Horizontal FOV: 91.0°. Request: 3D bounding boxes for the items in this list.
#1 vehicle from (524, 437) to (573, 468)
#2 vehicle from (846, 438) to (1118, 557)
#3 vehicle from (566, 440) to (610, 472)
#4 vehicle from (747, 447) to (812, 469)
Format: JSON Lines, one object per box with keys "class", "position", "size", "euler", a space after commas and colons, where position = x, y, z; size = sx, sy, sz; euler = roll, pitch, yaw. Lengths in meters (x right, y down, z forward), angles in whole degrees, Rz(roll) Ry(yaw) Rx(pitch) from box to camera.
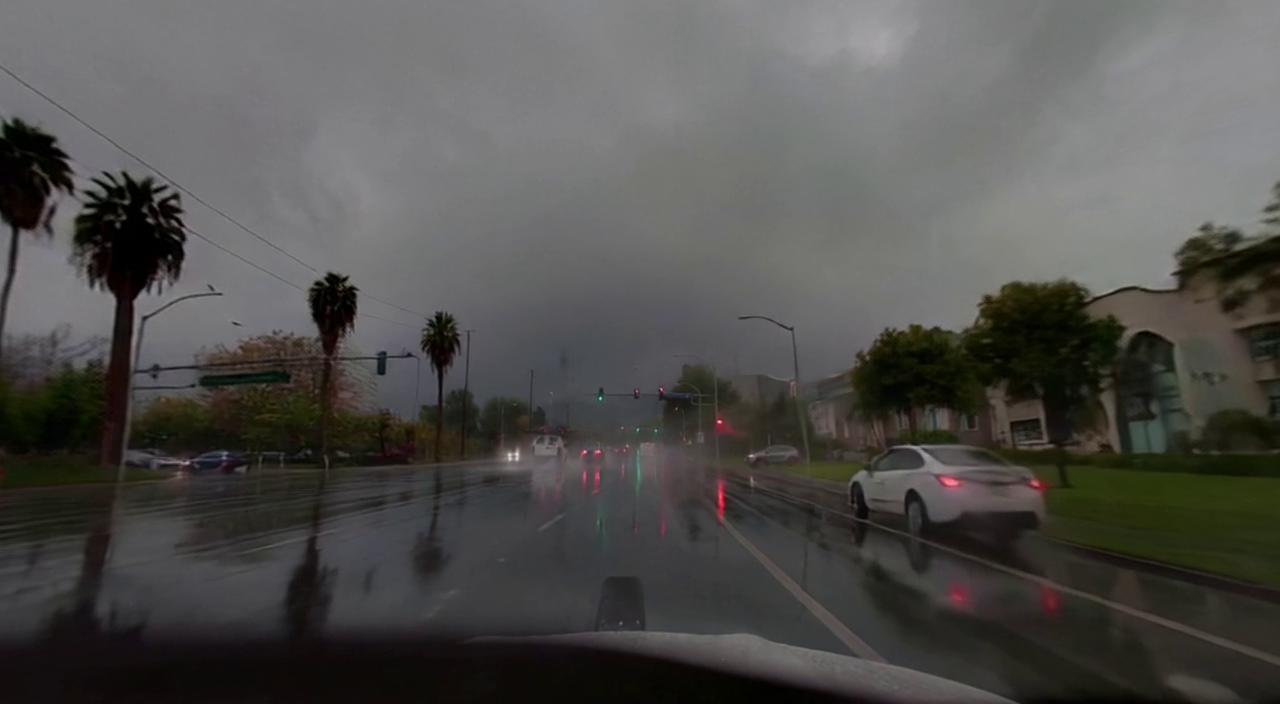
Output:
{"class": "vehicle", "position": [-6.479, 7.211, 45.390], "size": [2.457, 2.010, 6.330], "euler": [0, -9, 1]}
{"class": "vehicle", "position": [5.112, 2.207, 10.261], "size": [1.994, 1.507, 4.173], "euler": [1, -9, -1]}
{"class": "vehicle", "position": [-3.077, 6.330, 38.408], "size": [2.116, 1.806, 4.516], "euler": [0, -9, 2]}
{"class": "vehicle", "position": [10.270, 7.825, 46.667], "size": [4.509, 1.520, 1.952], "euler": [-1, -9, 9]}
